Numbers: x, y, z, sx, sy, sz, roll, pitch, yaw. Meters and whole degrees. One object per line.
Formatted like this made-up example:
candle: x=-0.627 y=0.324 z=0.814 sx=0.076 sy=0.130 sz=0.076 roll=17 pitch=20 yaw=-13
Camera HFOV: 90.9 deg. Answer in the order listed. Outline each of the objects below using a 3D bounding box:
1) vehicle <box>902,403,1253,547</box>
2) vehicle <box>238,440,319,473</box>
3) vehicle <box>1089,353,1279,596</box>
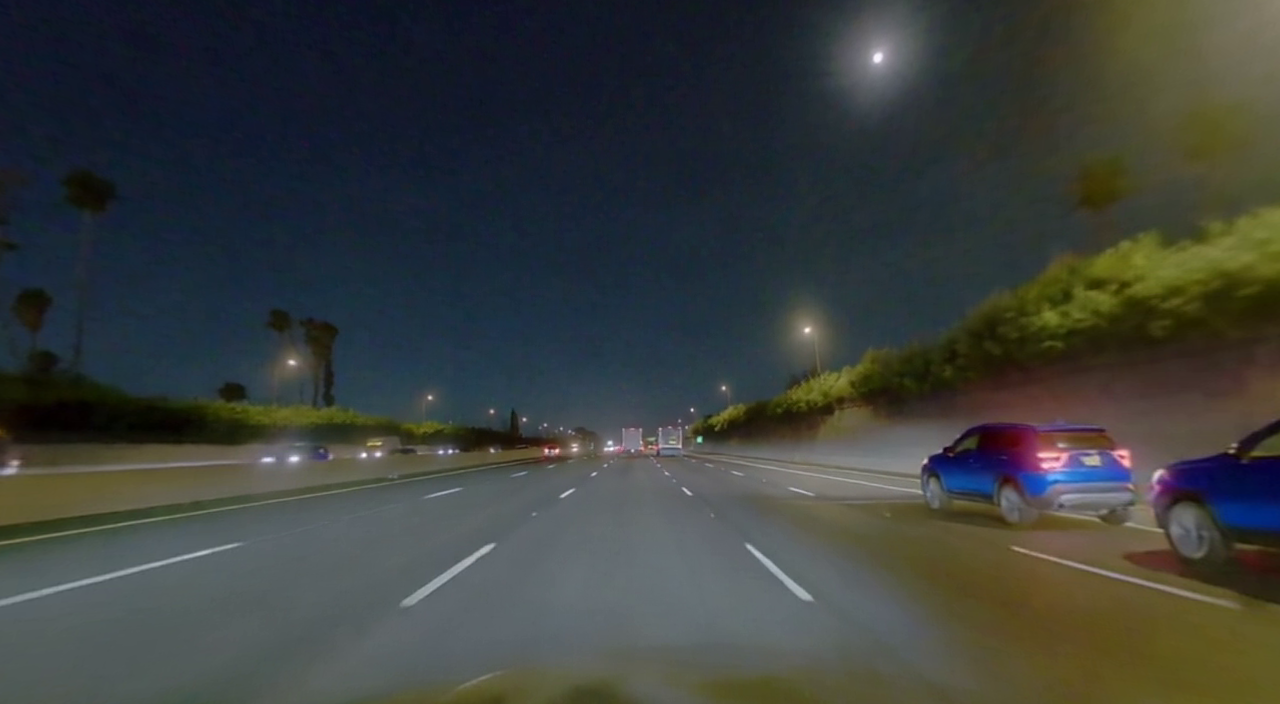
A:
vehicle: x=6.963 y=2.021 z=11.139 sx=2.361 sy=1.911 sz=5.286 roll=0 pitch=-8 yaw=0
vehicle: x=-17.832 y=5.149 z=31.330 sx=1.764 sy=1.488 sz=3.670 roll=0 pitch=-8 yaw=1
vehicle: x=7.071 y=1.092 z=5.579 sx=2.408 sy=2.210 sz=4.999 roll=0 pitch=-8 yaw=0
